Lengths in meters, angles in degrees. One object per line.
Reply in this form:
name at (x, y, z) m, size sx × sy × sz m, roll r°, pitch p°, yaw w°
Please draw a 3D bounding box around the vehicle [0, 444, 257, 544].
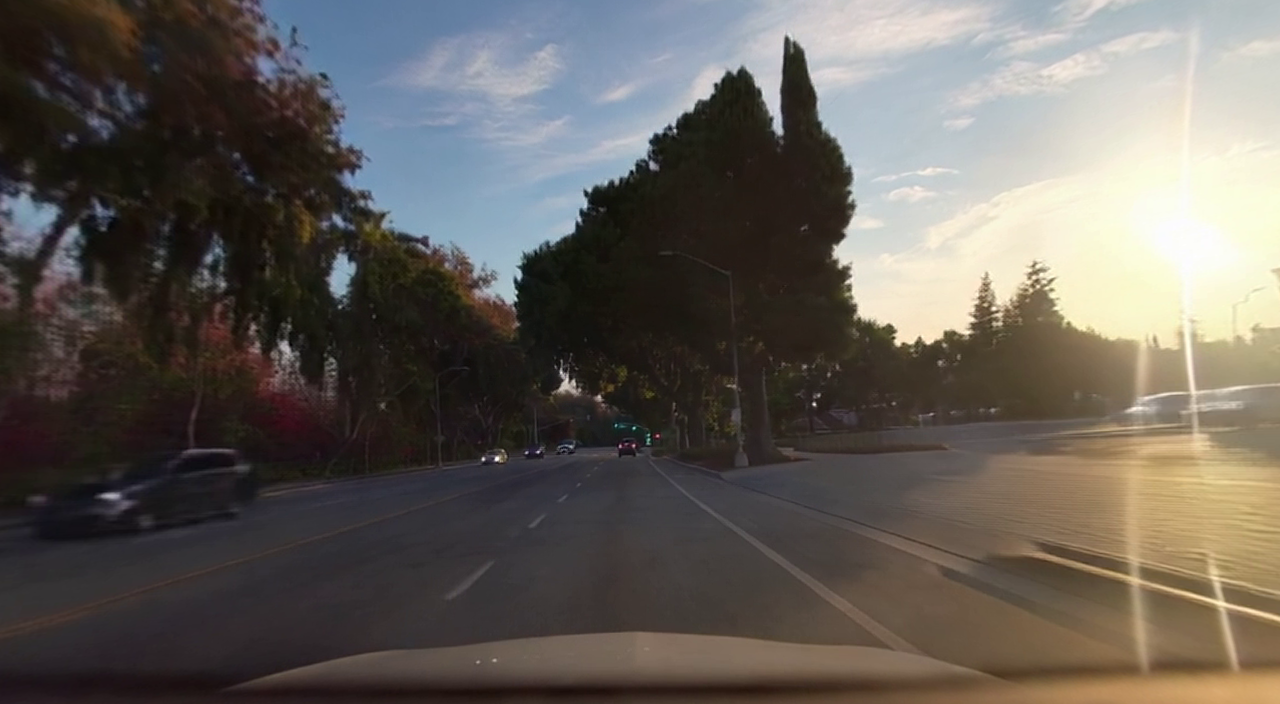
vehicle at (-10.573, 2.852, 13.503) m, size 2.000 × 1.728 × 4.510 m, roll 1°, pitch -8°, yaw -2°
